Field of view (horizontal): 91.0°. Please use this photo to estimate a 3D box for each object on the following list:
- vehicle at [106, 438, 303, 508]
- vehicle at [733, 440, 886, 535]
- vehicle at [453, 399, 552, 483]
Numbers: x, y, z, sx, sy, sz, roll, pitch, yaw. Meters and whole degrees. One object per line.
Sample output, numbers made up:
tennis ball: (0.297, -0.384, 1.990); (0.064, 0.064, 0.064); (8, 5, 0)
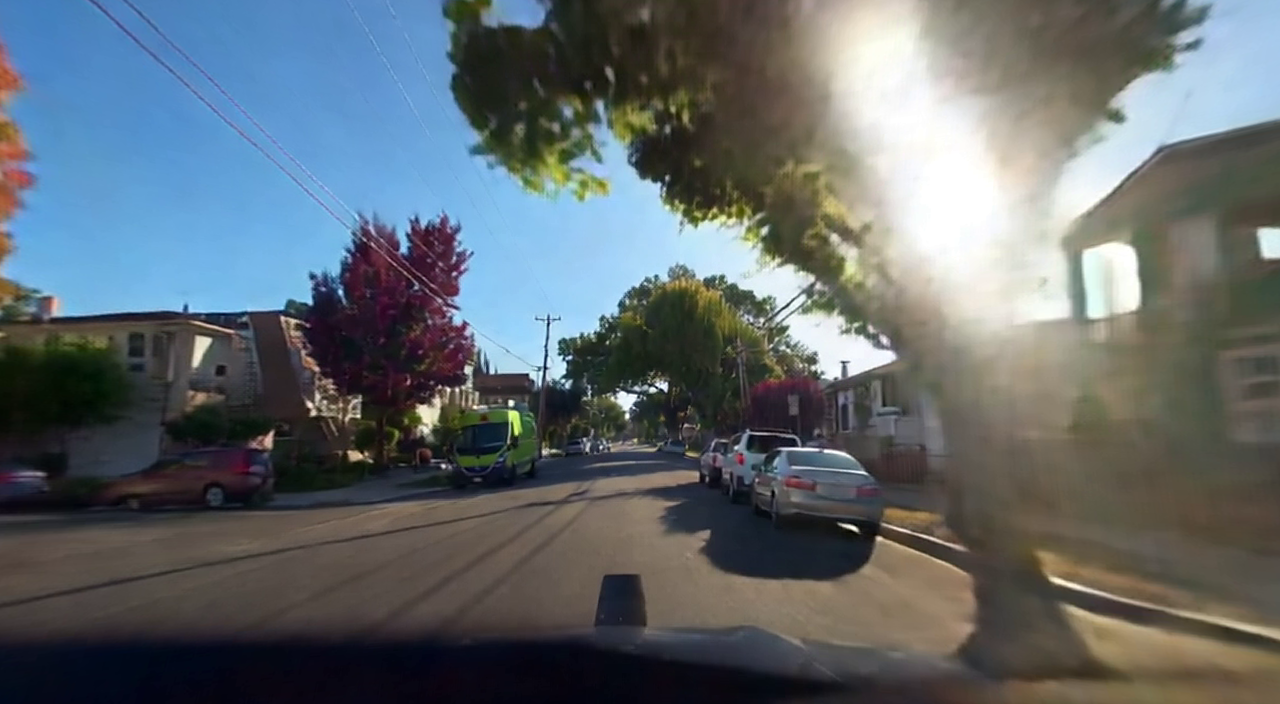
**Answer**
vehicle: (-13.243, 3.782, 19.468); (4.341, 1.728, 2.161); (-2, -16, -5)
vehicle: (3.357, 2.731, 13.532); (2.010, 1.661, 4.615); (0, -8, 0)
vehicle: (-6.569, 4.313, 31.371); (3.115, 3.562, 7.695); (-2, -7, 0)
